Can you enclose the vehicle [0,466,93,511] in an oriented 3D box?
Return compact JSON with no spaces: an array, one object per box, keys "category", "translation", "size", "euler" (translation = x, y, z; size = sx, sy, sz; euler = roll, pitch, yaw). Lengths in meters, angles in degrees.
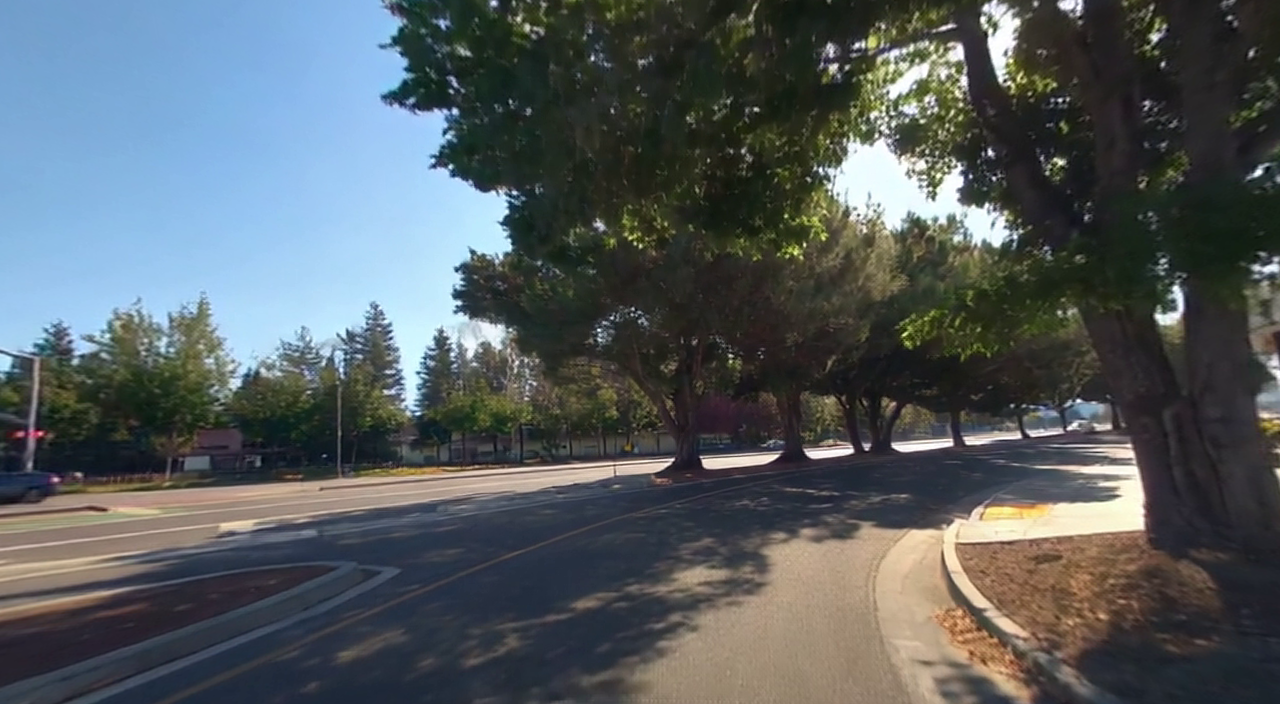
[{"category":"vehicle","translation":[-22.606,4.829,22.220],"size":[1.811,1.444,4.527],"euler":[-7,-10,36]}]
